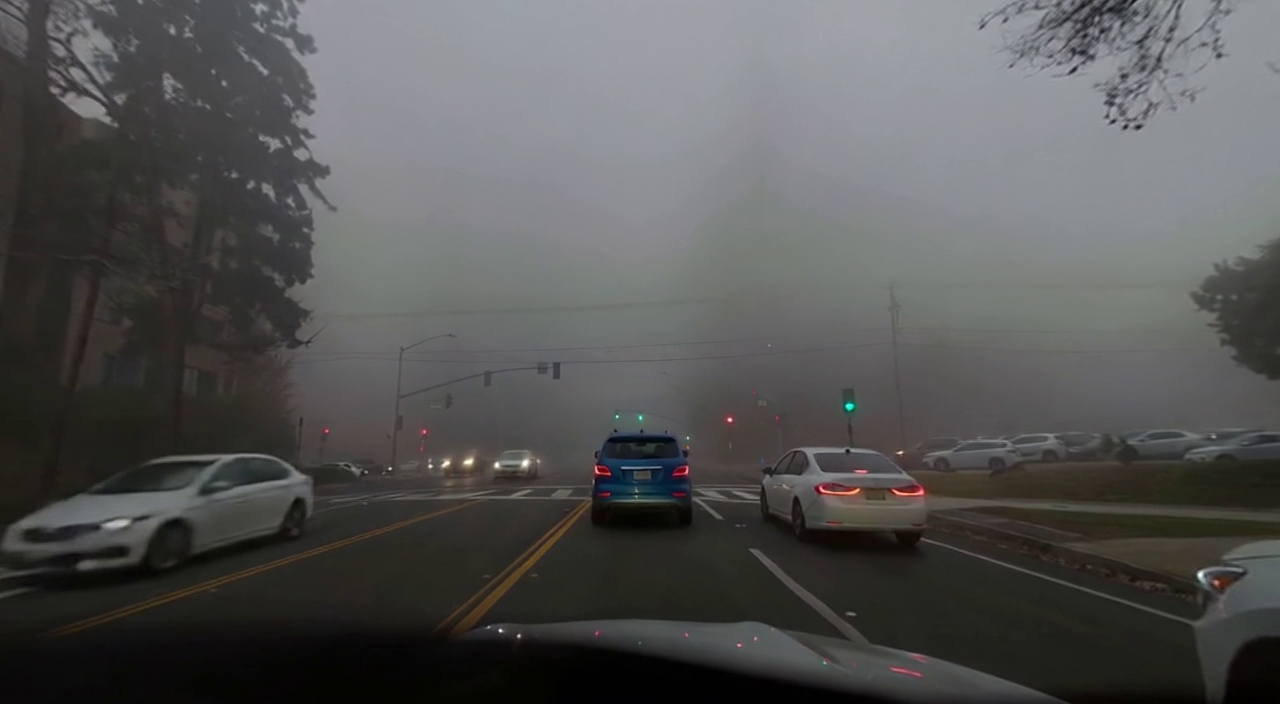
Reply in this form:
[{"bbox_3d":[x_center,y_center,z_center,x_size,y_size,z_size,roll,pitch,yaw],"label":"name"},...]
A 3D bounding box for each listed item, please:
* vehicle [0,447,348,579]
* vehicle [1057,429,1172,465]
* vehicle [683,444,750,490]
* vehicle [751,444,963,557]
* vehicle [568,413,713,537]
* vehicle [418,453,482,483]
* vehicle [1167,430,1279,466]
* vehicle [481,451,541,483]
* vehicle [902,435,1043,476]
[{"bbox_3d":[-6.592,2.212,9.620,1.981,1.478,4.701,0,-9,0],"label":"vehicle"},{"bbox_3d":[26.519,5.336,35.211,4.704,1.919,2.130,0,-9,-2],"label":"vehicle"},{"bbox_3d":[3.055,4.704,26.141,2.138,1.729,4.178,0,-9,-2],"label":"vehicle"},{"bbox_3d":[3.308,2.325,10.681,1.900,1.478,4.425,0,-9,-2],"label":"vehicle"},{"bbox_3d":[-0.029,2.265,12.108,2.296,1.947,4.168,0,-9,-1],"label":"vehicle"},{"bbox_3d":[-10.793,6.609,36.060,2.206,1.544,4.740,0,-9,0],"label":"vehicle"},{"bbox_3d":[25.822,4.142,27.084,4.420,1.469,1.807,0,-9,1],"label":"vehicle"},{"bbox_3d":[-6.503,5.844,32.227,2.054,1.478,4.584,0,-9,1],"label":"vehicle"},{"bbox_3d":[13.525,4.231,25.753,4.648,1.583,2.018,0,-9,-2],"label":"vehicle"}]
